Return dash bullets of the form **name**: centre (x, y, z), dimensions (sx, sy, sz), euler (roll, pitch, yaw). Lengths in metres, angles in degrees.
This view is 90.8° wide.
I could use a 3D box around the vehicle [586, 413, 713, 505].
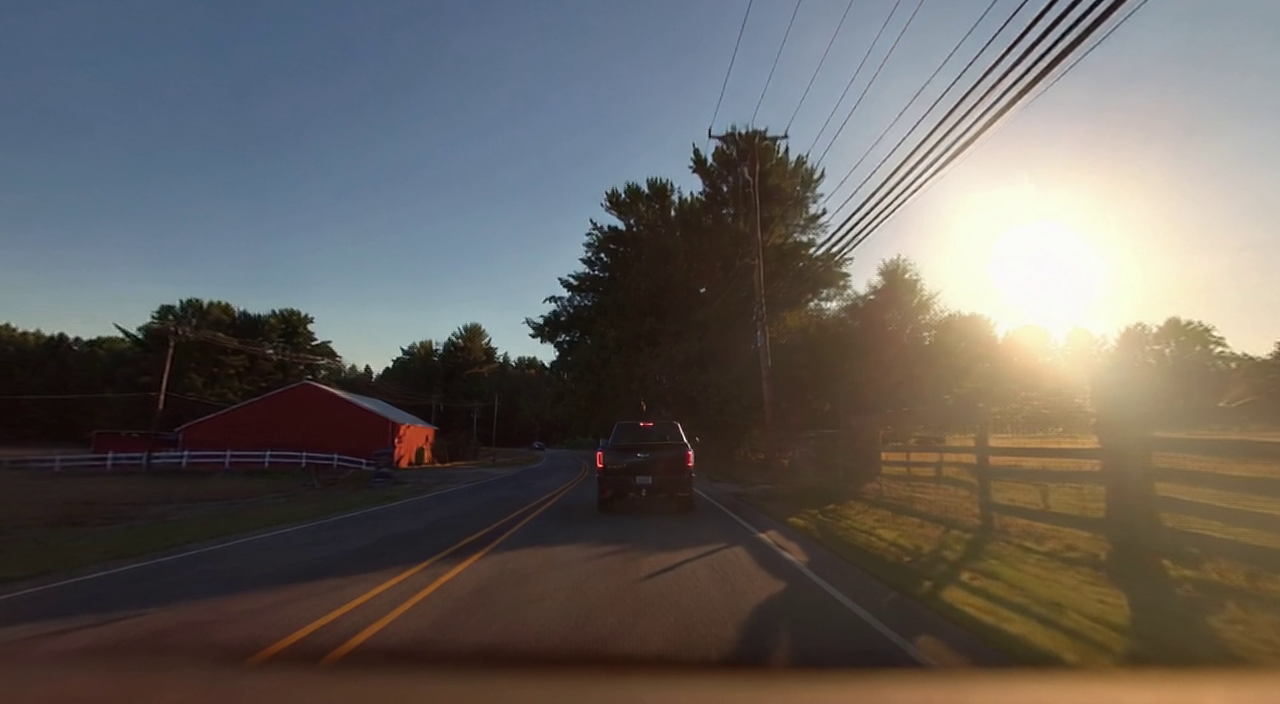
- **vehicle**: centre (0.092, 2.736, 16.616), dimensions (2.693, 1.941, 6.356), euler (0, -8, -2)
